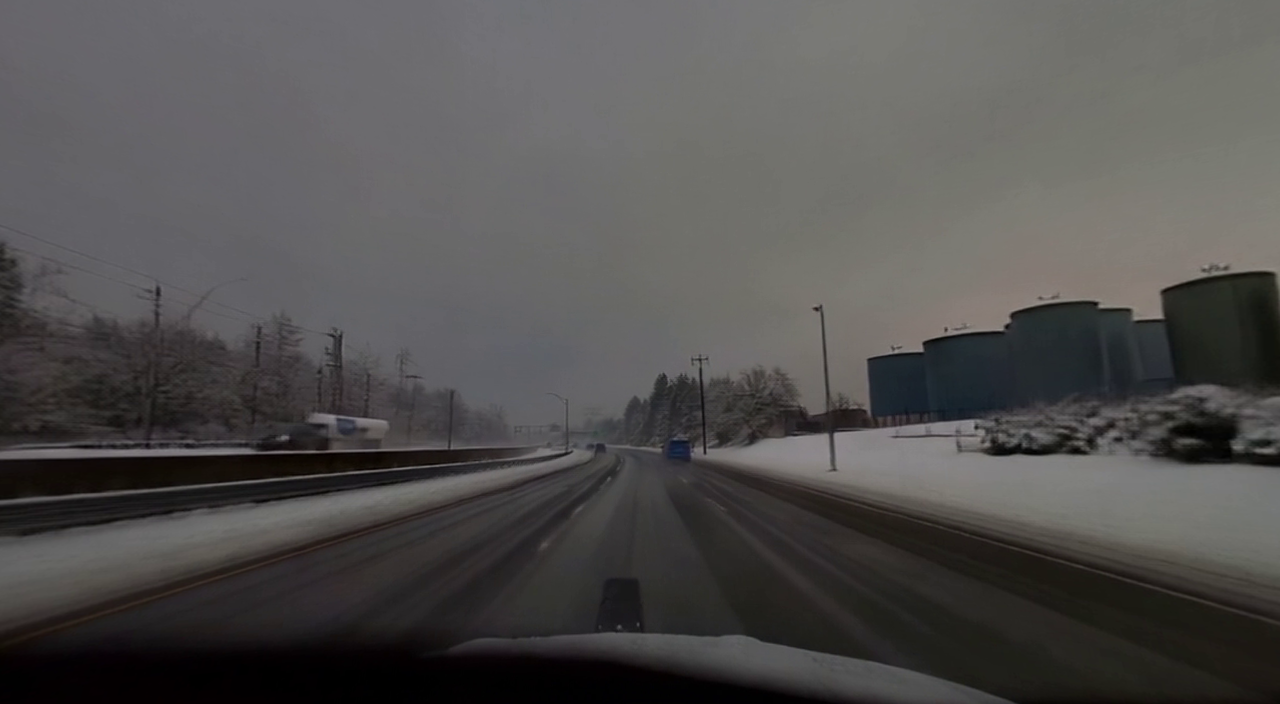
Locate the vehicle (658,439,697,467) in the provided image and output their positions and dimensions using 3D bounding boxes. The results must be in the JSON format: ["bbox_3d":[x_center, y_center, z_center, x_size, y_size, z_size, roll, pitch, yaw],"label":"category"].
[{"bbox_3d":[2.584,7.119,44.476,2.296,1.790,5.067,0,-9,-1],"label":"vehicle"}]

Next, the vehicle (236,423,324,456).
[{"bbox_3d":[-17.483,4.320,30.814,1.817,1.504,3.991,0,-9,2],"label":"vehicle"}]
